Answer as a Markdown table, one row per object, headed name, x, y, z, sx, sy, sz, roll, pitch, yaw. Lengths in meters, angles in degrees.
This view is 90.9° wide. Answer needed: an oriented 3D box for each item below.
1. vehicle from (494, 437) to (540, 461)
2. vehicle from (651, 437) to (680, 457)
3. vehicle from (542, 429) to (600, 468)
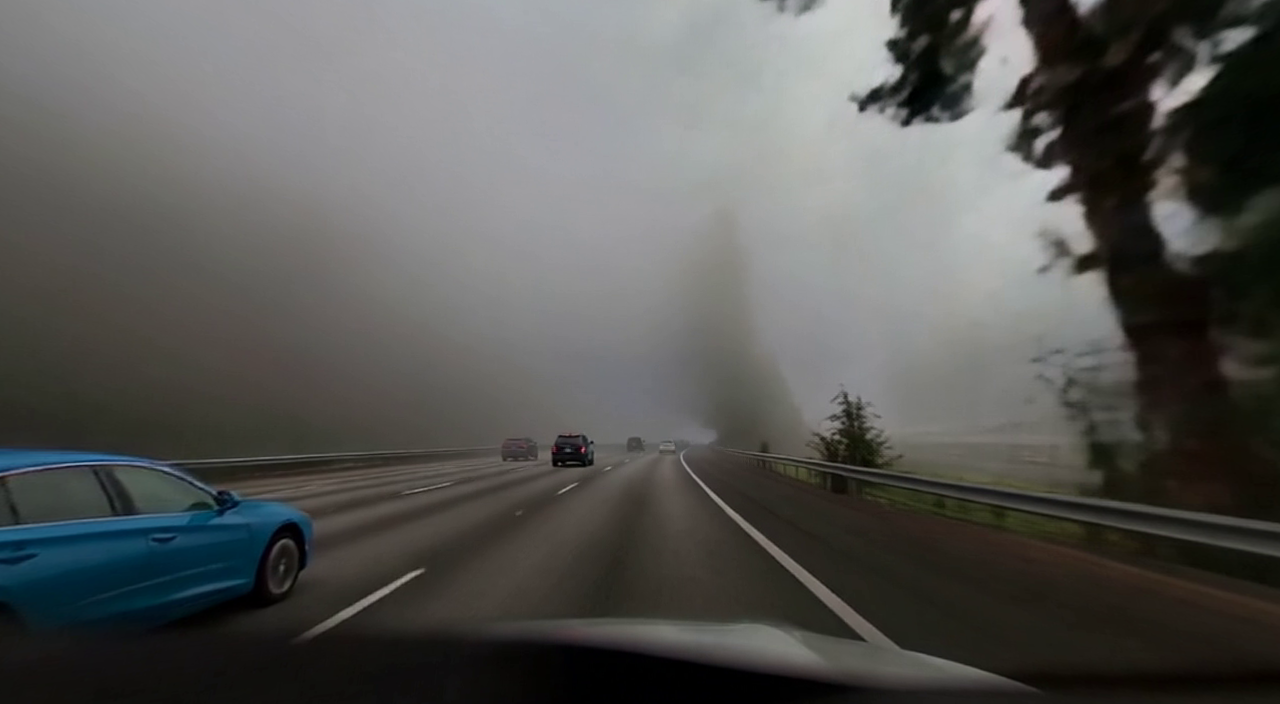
| name | x | y | z | sx | sy | sz | roll | pitch | yaw |
| --- | --- | --- | --- | --- | --- | --- | --- | --- | --- |
| vehicle | -7.587 | 6.034 | 39.320 | 1.883 | 1.411 | 4.053 | 0 | -8 | 3 |
| vehicle | 1.972 | 7.253 | 48.195 | 2.113 | 1.464 | 4.073 | 0 | -8 | 4 |
| vehicle | -3.258 | 4.662 | 30.534 | 2.071 | 1.716 | 4.363 | 0 | -8 | 3 |
